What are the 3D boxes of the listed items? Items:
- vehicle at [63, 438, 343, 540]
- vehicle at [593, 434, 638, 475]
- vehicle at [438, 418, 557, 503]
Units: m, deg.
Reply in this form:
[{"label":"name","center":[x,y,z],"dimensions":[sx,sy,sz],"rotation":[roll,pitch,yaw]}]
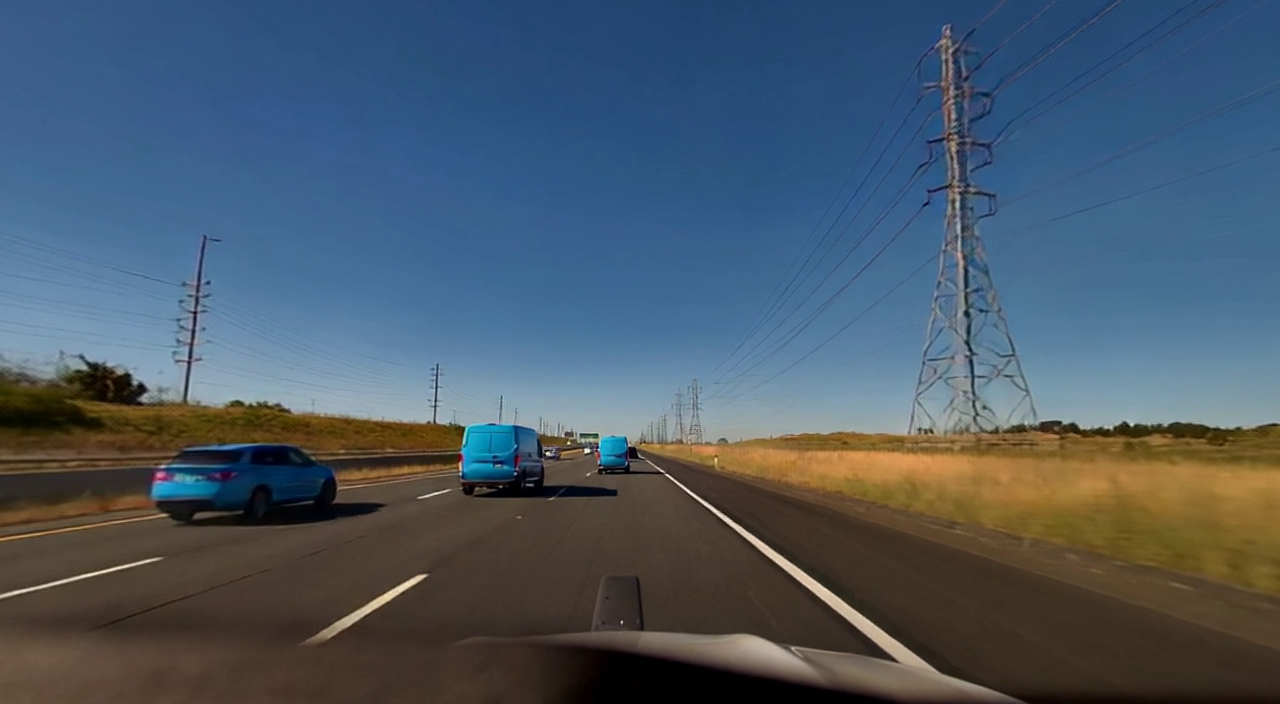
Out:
[{"label":"vehicle","center":[-7.838,2.470,12.114],"dimensions":[1.975,1.540,4.759],"rotation":[0,-9,0]},{"label":"vehicle","center":[-1.252,5.491,33.807],"dimensions":[2.197,2.011,5.130],"rotation":[0,-9,-1]},{"label":"vehicle","center":[-3.735,2.986,17.597],"dimensions":[2.145,2.010,4.980],"rotation":[0,-9,0]}]
